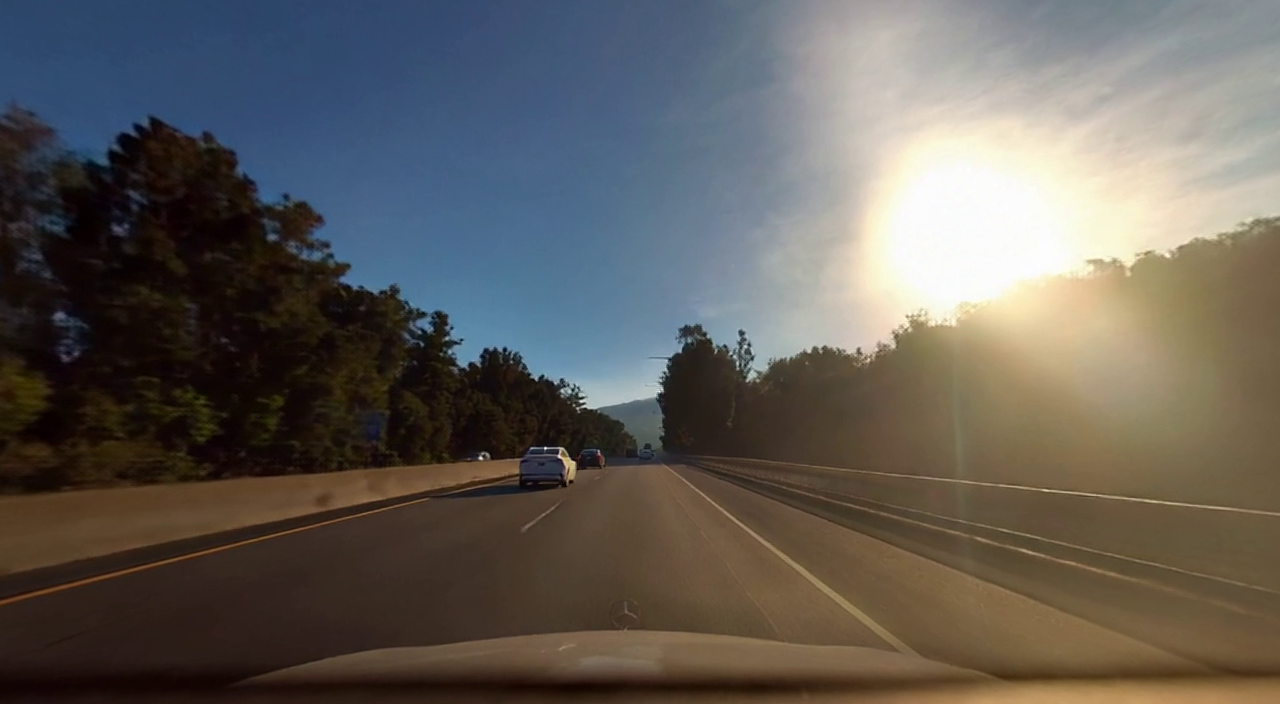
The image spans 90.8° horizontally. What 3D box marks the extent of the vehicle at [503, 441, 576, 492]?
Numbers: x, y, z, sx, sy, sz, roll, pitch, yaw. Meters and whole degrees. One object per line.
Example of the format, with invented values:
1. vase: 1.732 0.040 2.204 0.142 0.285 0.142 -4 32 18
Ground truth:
1. vehicle: -3.451 4.007 22.395 1.846 1.600 4.108 0 -9 1

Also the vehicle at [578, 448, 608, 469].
1. vehicle: -3.622 8.312 49.262 1.996 1.565 4.159 0 -9 1
